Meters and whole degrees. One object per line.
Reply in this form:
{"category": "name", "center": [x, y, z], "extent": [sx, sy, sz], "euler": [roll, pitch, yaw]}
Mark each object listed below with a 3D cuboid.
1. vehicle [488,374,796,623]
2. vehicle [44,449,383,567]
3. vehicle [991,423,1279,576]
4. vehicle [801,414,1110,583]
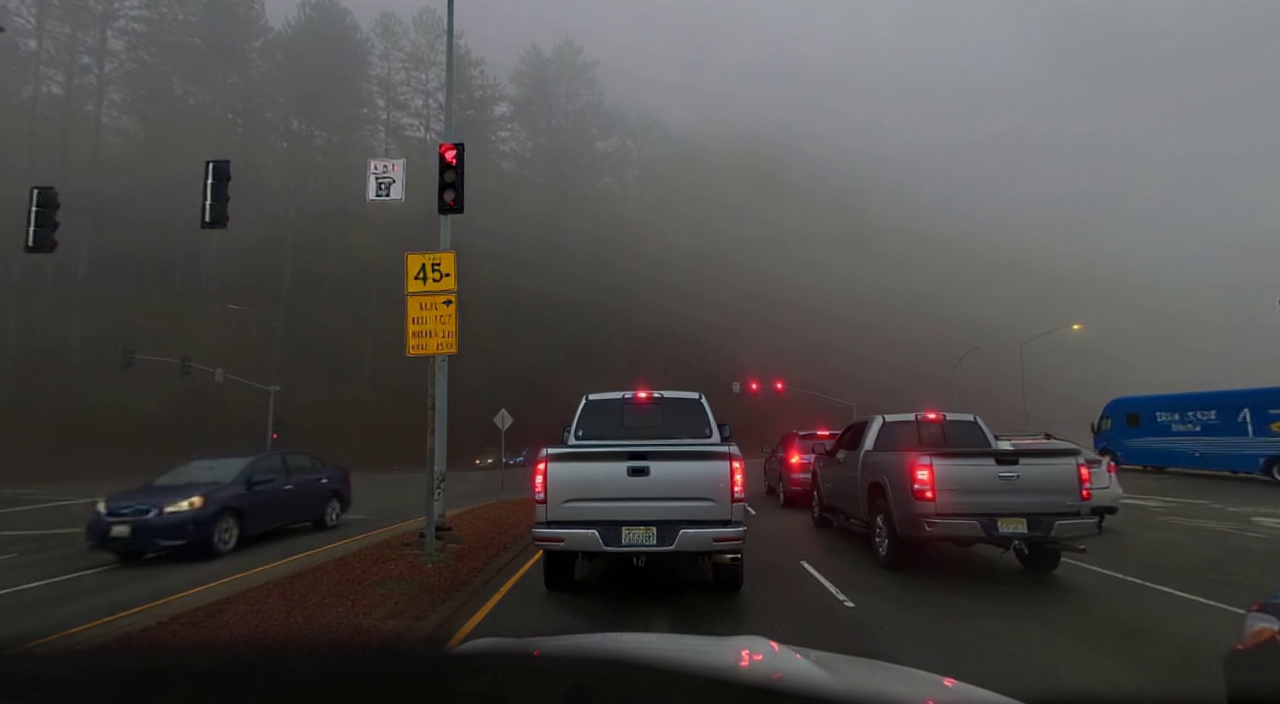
{"category": "vehicle", "center": [0.051, 1.474, 7.345], "extent": [2.326, 1.880, 4.964], "euler": [0, -8, 1]}
{"category": "vehicle", "center": [-7.107, 2.591, 11.457], "extent": [2.410, 1.596, 4.931], "euler": [-1, -8, 5]}
{"category": "vehicle", "center": [6.837, 1.740, 8.275], "extent": [1.973, 1.470, 4.228], "euler": [0, -8, 0]}
{"category": "vehicle", "center": [3.578, 1.717, 8.182], "extent": [1.981, 1.616, 4.006], "euler": [0, -8, 1]}
